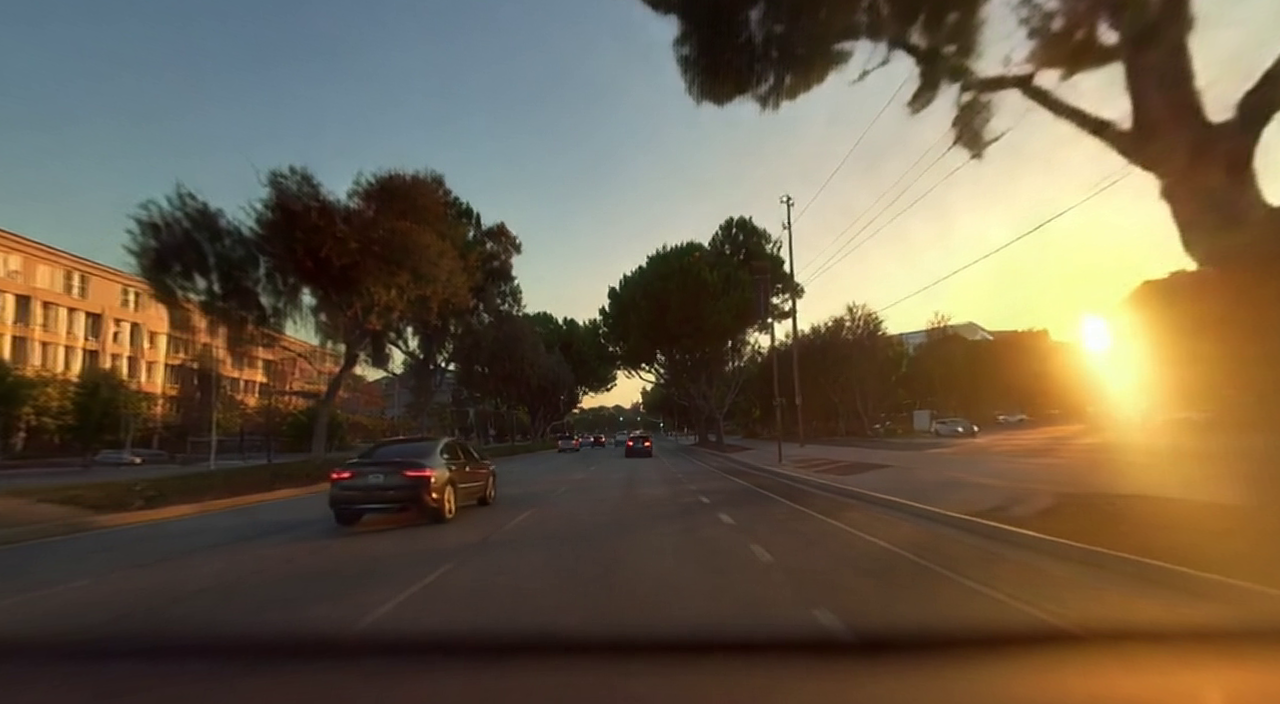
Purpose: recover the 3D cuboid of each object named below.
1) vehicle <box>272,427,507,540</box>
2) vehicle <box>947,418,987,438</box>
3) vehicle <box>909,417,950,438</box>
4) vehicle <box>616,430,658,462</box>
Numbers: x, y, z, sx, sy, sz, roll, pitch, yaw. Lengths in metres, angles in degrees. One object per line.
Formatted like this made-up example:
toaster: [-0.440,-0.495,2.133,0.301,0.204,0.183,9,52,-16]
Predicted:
vehicle: [-3.832,2.088,10.822,1.942,1.462,4.905,-1,-8,1]
vehicle: [24.326,5.690,46.999,1.741,1.416,3.831,-3,-8,14]
vehicle: [21.840,5.763,47.741,1.833,1.471,4.656,-2,-8,13]
vehicle: [-0.161,5.235,35.352,2.199,1.652,4.101,0,-8,0]
